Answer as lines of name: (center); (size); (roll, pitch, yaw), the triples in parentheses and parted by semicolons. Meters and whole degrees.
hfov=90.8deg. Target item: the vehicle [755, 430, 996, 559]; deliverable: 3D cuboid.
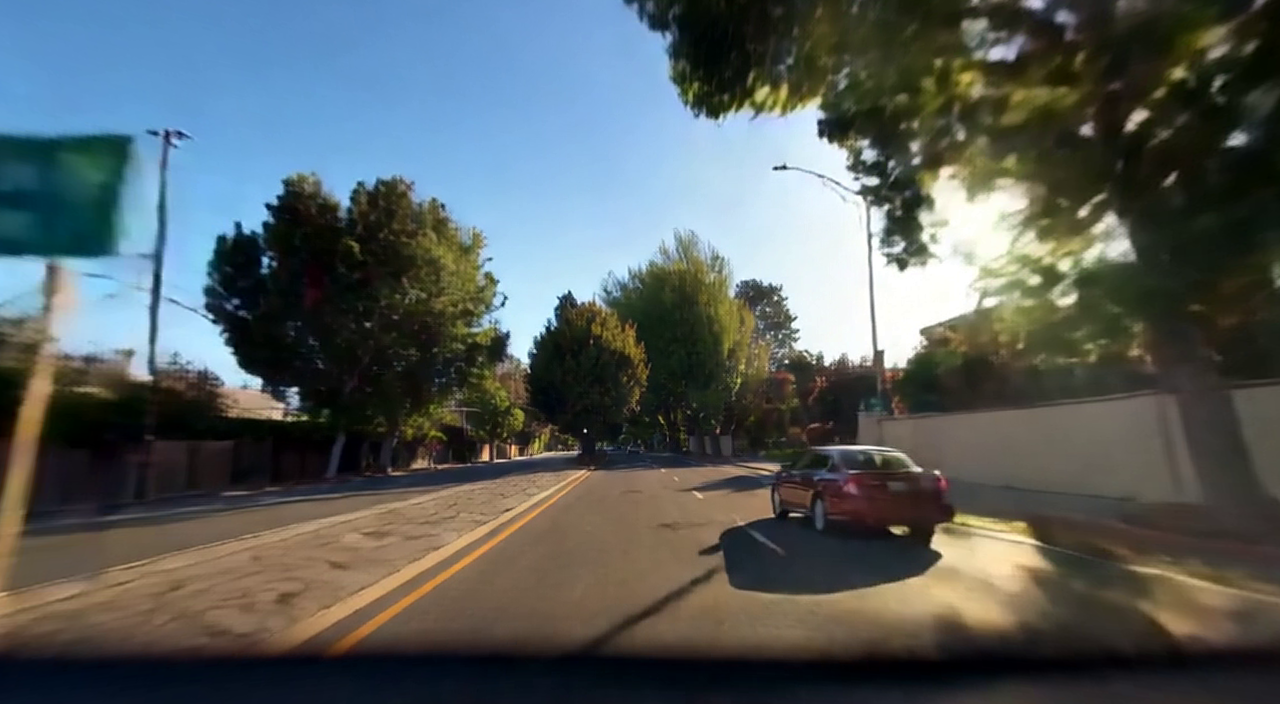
vehicle: (3.224, 2.040, 9.779); (1.985, 1.529, 4.316); (0, -9, -1)
